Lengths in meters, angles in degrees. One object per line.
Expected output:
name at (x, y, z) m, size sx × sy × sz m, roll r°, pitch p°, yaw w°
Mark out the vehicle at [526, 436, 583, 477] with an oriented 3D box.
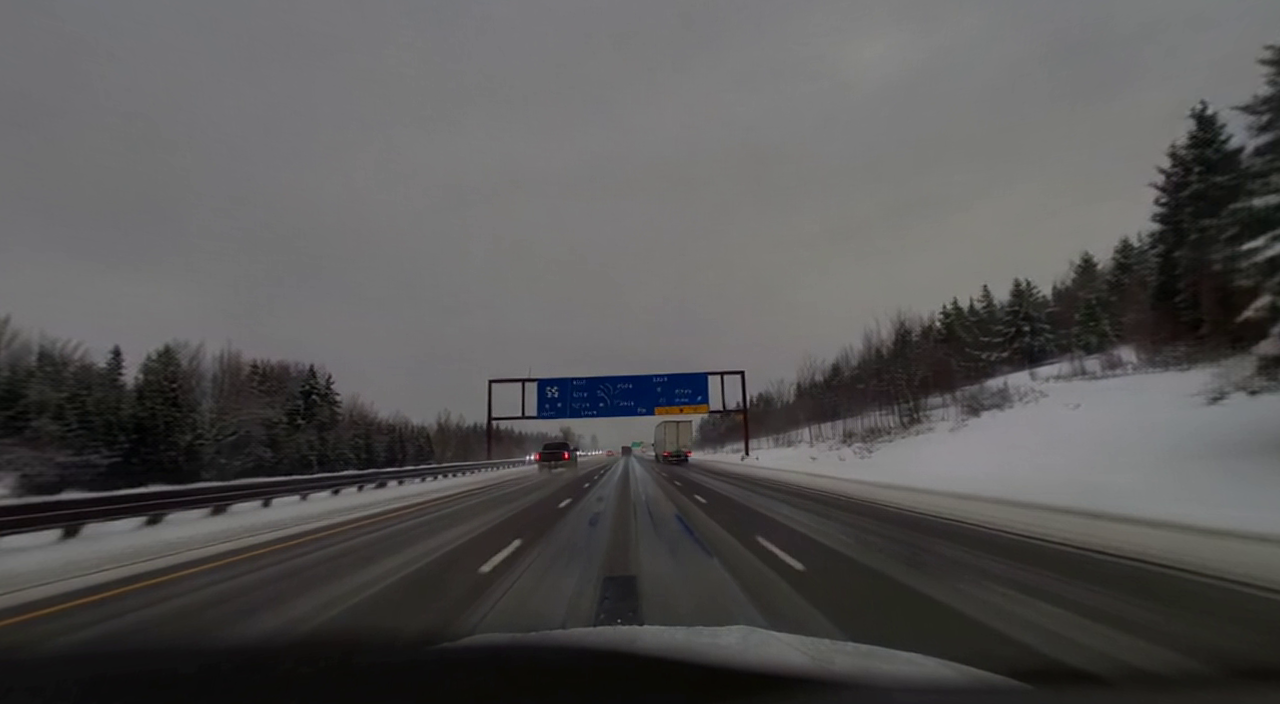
vehicle at (-4.137, 5.155, 31.173) m, size 2.173 × 1.857 × 4.800 m, roll 0°, pitch -9°, yaw 0°
